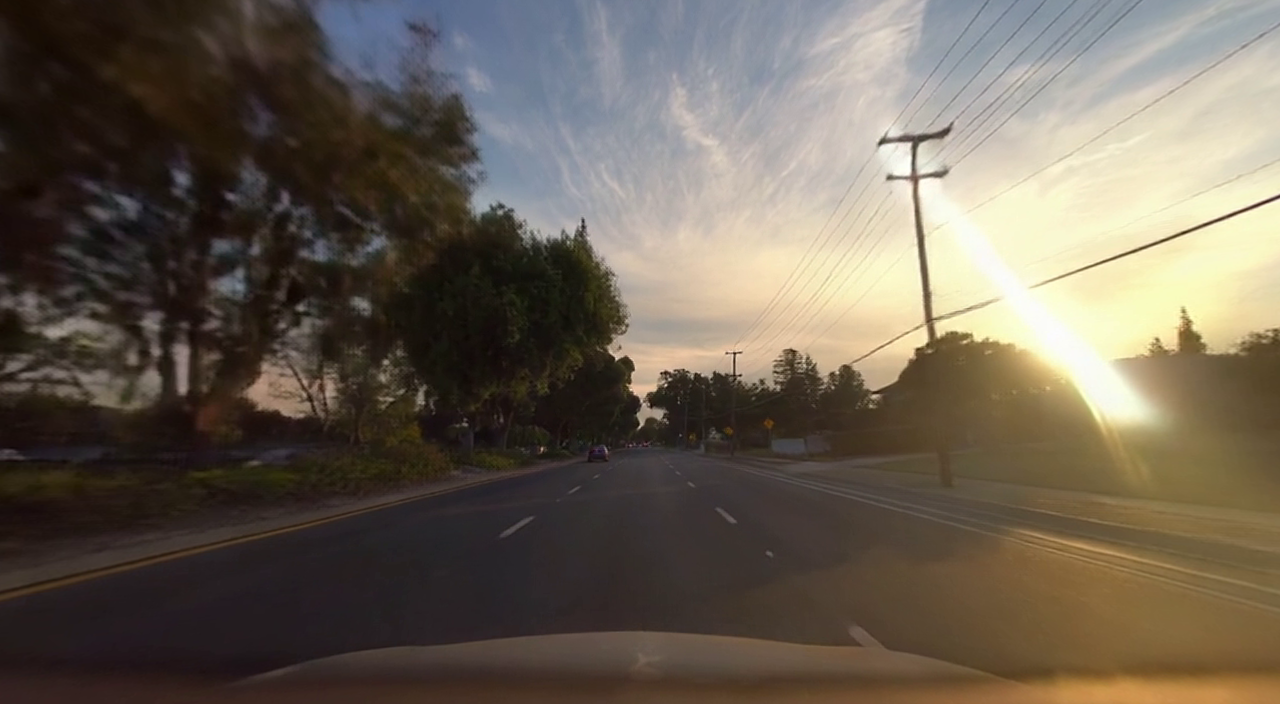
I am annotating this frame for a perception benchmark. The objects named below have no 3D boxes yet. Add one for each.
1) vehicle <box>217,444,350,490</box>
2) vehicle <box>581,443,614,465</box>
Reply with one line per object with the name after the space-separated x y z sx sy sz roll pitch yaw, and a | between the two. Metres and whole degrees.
-12.657 4.082 22.824 2.032 1.470 4.665 0 -9 1 | vehicle
-2.972 7.257 45.036 2.007 1.514 4.049 0 -9 1 | vehicle
